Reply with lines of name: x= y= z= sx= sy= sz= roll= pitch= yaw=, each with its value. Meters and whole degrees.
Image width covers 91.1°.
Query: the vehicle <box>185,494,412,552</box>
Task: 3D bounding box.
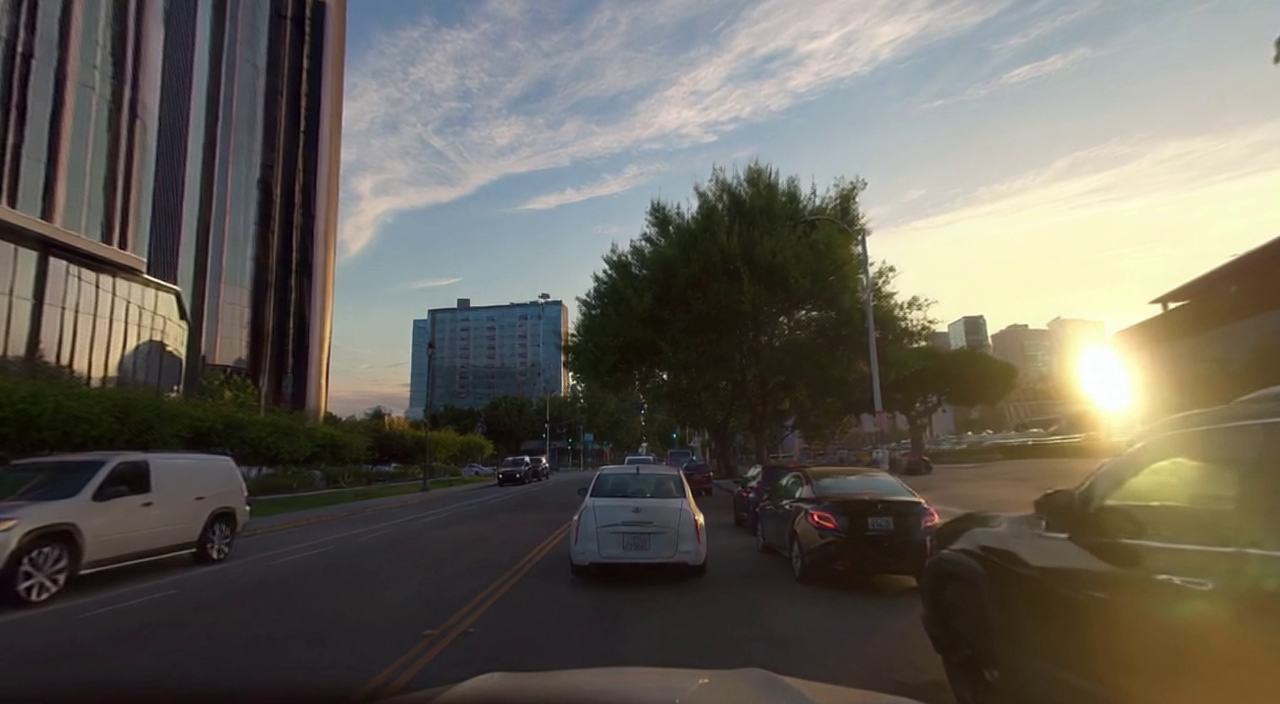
vehicle: x=-6.825 y=3.529 z=13.355 sx=2.223 sy=0.774 sz=4.789 roll=1 pitch=-10 yaw=0

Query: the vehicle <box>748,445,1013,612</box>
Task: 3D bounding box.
vehicle: x=2.672 y=2.076 z=8.158 sx=1.884 sy=1.566 sz=4.018 roll=1 pitch=-10 yaw=1

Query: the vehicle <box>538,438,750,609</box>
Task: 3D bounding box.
vehicle: x=0.050 y=1.980 z=7.900 sx=2.018 sy=1.583 sz=3.646 roll=1 pitch=-10 yaw=0

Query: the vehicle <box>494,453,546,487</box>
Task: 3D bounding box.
vehicle: x=-6.582 y=6.592 z=34.880 sx=2.024 sy=1.654 sz=4.396 roll=-3 pitch=-12 yaw=0

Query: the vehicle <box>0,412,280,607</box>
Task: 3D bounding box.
vehicle: x=-6.722 y=1.897 z=7.674 sx=1.994 sy=1.701 sz=4.520 roll=-3 pitch=-12 yaw=-1

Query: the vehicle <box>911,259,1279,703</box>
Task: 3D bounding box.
vehicle: x=2.751 y=0.744 z=1.910 sx=1.868 sy=1.920 sz=4.501 roll=1 pitch=-10 yaw=1
